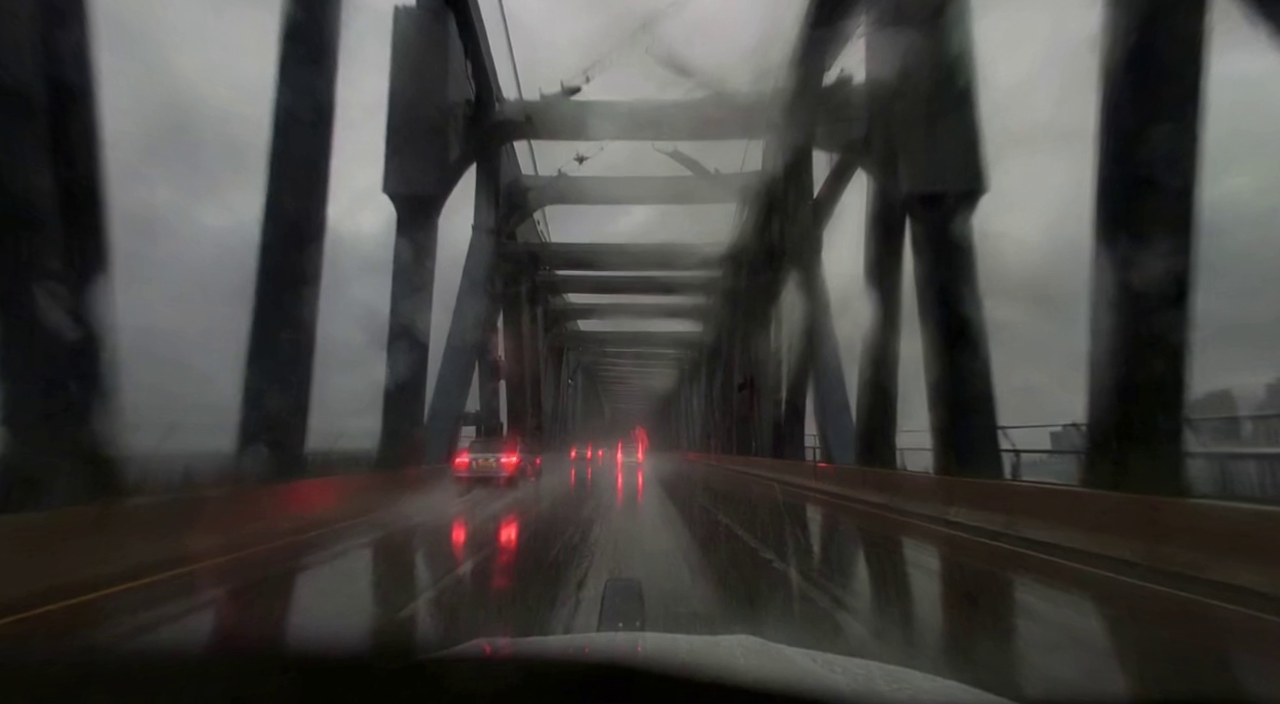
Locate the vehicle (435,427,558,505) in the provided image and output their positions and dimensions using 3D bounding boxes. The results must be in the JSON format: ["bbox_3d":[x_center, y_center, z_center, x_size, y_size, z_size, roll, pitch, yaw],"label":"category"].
[{"bbox_3d":[-3.709,3.059,17.390,2.190,1.807,4.741,-1,-9,1],"label":"vehicle"}]

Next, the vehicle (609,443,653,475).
[{"bbox_3d":[-0.470,5.285,31.398,2.048,1.450,3.973,0,-9,-1],"label":"vehicle"}]
